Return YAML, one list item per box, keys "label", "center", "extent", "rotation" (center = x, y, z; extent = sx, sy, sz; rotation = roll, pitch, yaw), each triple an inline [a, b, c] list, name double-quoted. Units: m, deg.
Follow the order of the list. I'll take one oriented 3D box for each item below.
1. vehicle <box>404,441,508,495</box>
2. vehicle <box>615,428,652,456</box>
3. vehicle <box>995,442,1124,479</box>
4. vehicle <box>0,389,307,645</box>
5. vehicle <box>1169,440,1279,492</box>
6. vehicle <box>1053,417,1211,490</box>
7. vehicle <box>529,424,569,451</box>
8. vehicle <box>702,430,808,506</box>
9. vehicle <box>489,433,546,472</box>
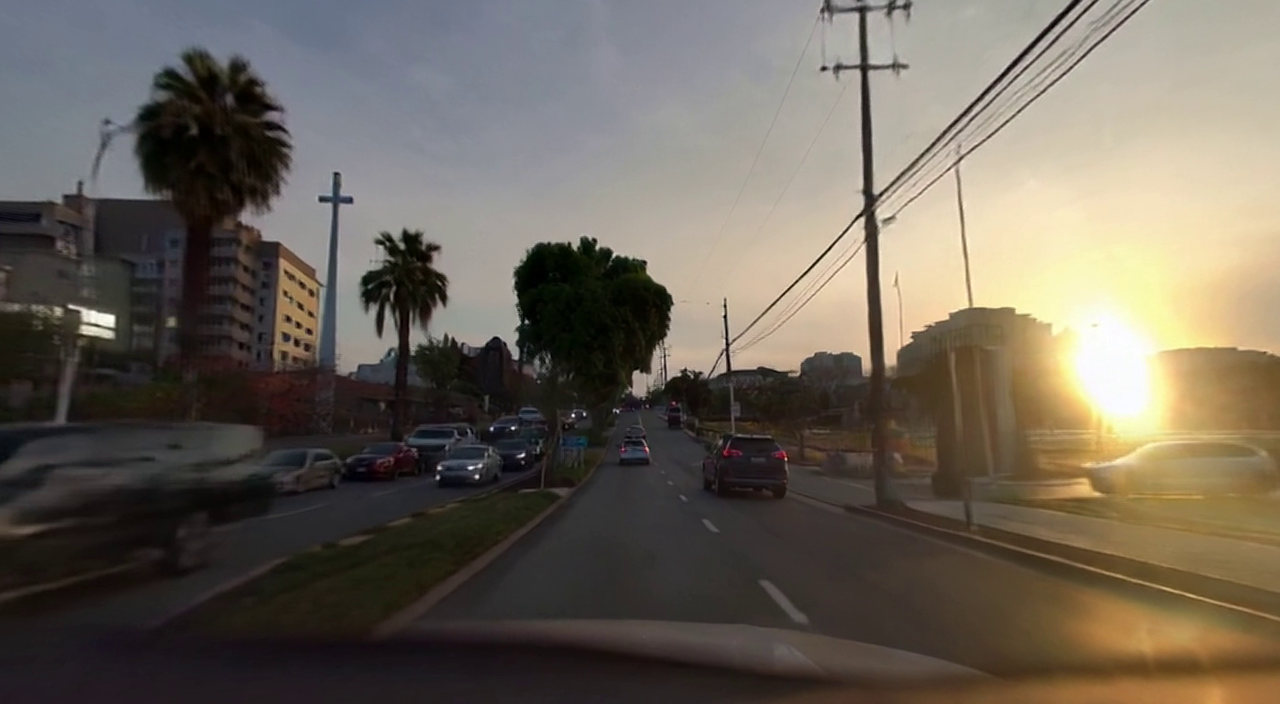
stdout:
- label: "vehicle"
  center: [-5.942, 3.770, 21.092]
  extent: [2.168, 1.572, 4.635]
  rotation: [0, -8, -1]
- label: "vehicle"
  center: [-0.458, 5.703, 39.820]
  extent: [2.196, 1.655, 3.939]
  rotation: [0, -8, -2]
- label: "vehicle"
  center: [20.325, 5.252, 30.776]
  extent: [4.540, 1.386, 2.337]
  rotation: [-4, -8, -1]
- label: "vehicle"
  center: [-5.839, 1.513, 6.604]
  extent: [2.106, 1.890, 4.783]
  rotation: [0, -8, 0]
- label: "vehicle"
  center: [20.574, 3.656, 20.548]
  extent: [4.673, 1.592, 2.193]
  rotation: [-1, -8, 2]
- label: "vehicle"
  center: [24.094, 5.002, 31.223]
  extent: [5.041, 3.302, 3.064]
  rotation: [1, -9, 1]
- label: "vehicle"
  center: [-6.541, 6.231, 45.834]
  extent: [2.295, 1.837, 4.680]
  rotation: [0, -8, -1]
- label: "vehicle"
  center: [3.052, 3.174, 17.784]
  extent: [1.995, 1.858, 4.333]
  rotation: [0, -8, -2]
- label: "vehicle"
  center: [-6.348, 5.245, 33.255]
  extent: [2.138, 1.858, 4.788]
  rotation: [0, -8, -1]
